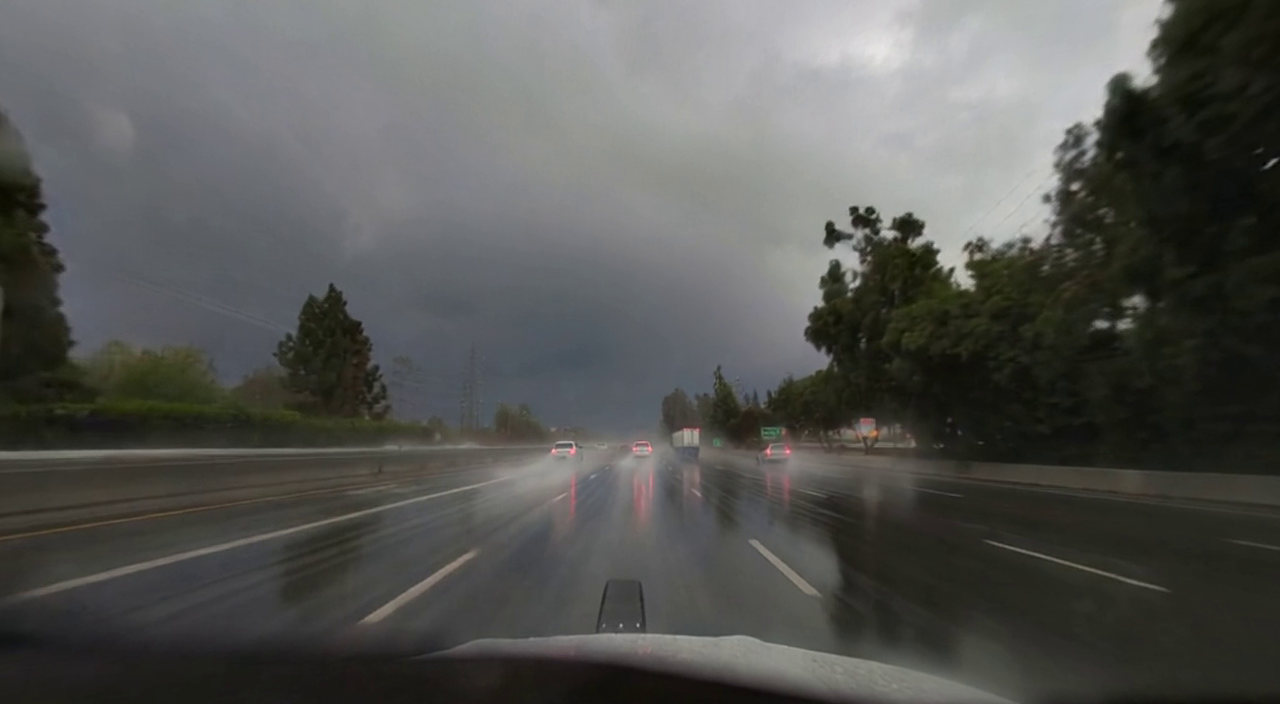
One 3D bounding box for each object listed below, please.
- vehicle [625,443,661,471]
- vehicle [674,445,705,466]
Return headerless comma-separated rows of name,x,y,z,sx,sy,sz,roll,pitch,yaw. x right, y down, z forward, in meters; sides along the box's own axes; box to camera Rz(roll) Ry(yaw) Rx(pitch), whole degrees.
vehicle,0.213,6.392,38.496,2.066,1.562,4.198,0,-9,1
vehicle,3.753,7.964,48.482,2.076,1.506,4.050,0,-9,0
